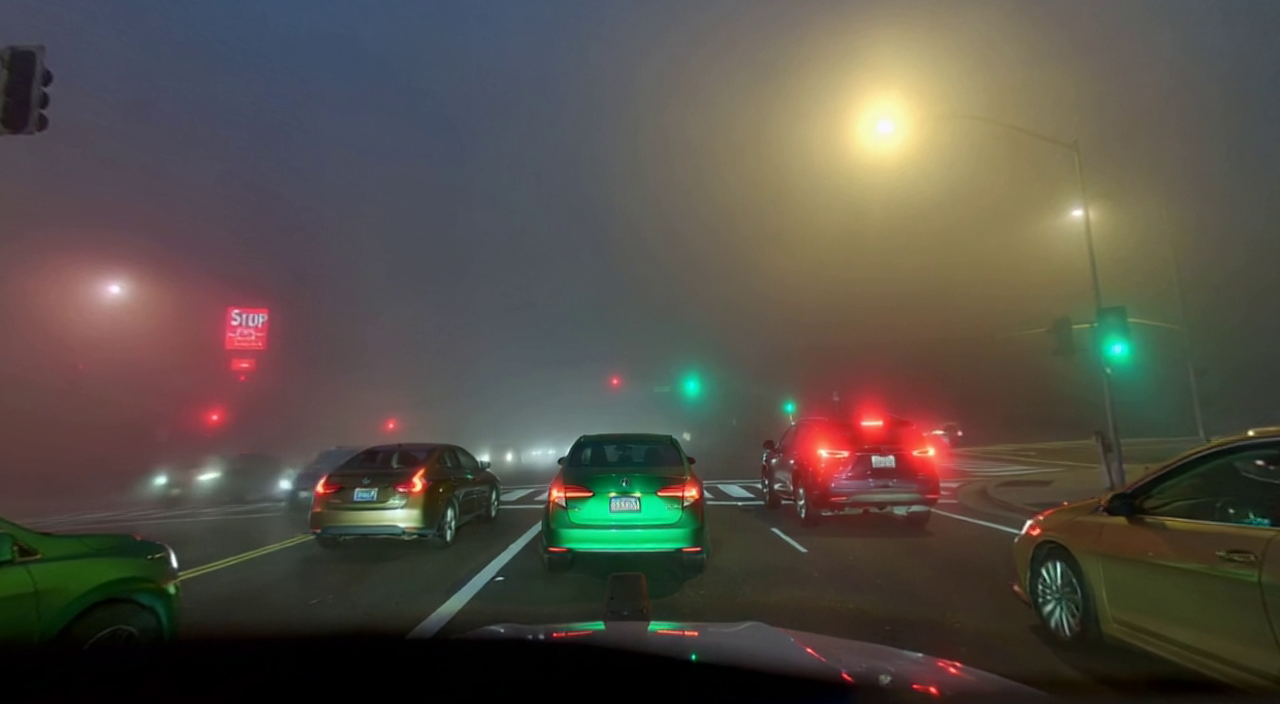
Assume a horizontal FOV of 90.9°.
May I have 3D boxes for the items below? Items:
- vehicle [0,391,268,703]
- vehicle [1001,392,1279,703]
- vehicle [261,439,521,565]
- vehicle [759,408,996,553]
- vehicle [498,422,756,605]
[{"bbox_3d":[-3.480,0.850,1.836,2.016,1.547,4.414,0,-8,1],"label":"vehicle"},{"bbox_3d":[3.936,0.971,3.105,1.800,1.519,4.198,0,-8,0],"label":"vehicle"},{"bbox_3d":[-3.307,2.069,9.540,1.995,1.436,4.373,-1,-8,3],"label":"vehicle"},{"bbox_3d":[3.300,1.871,9.840,1.992,1.744,4.183,0,-8,-1],"label":"vehicle"},{"bbox_3d":[-0.131,1.656,7.388,2.140,1.499,4.119,0,-8,-1],"label":"vehicle"}]
